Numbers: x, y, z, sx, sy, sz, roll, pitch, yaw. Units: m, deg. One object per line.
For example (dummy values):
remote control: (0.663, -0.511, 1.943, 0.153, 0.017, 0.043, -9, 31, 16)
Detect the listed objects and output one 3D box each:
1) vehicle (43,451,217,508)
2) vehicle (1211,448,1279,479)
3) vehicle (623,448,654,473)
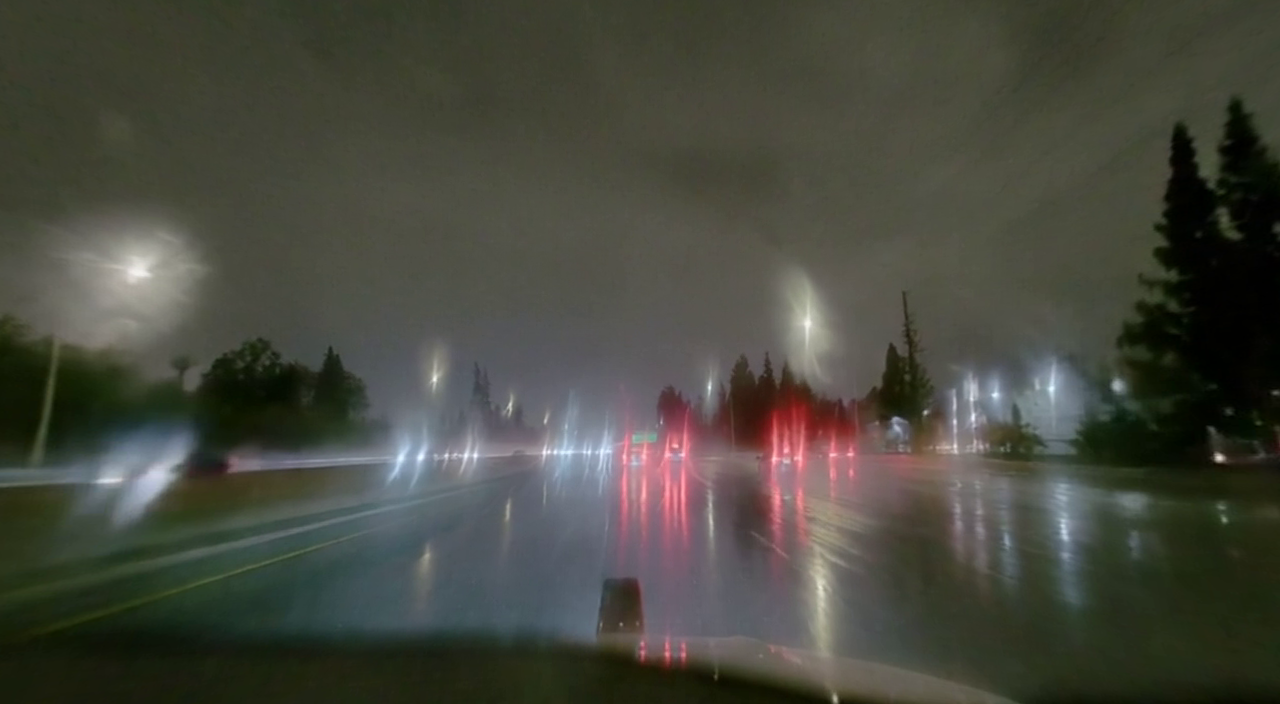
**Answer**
vehicle: (-16.859, 4.184, 21.301, 1.953, 1.596, 4.799, 1, -8, -2)
vehicle: (31.256, 5.452, 31.164, 1.886, 1.450, 4.349, 0, -9, -3)
vehicle: (-0.170, 7.748, 45.521, 2.124, 1.673, 4.545, 0, -9, -2)
